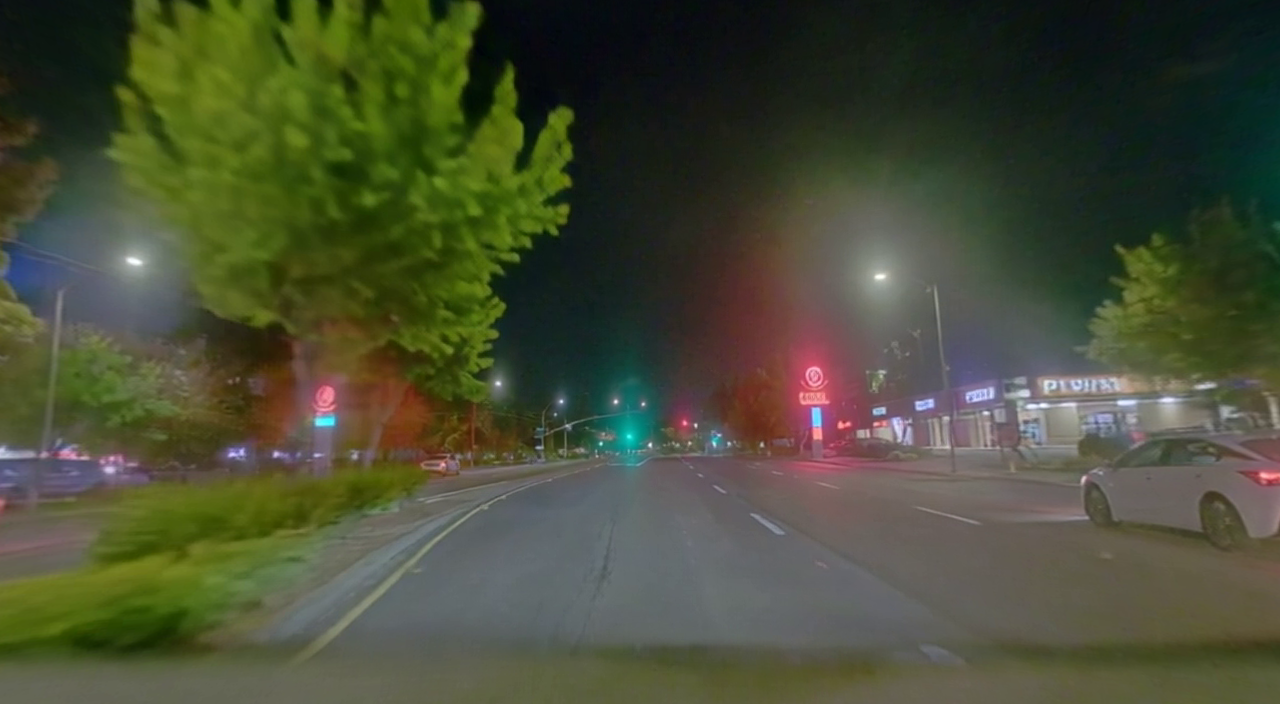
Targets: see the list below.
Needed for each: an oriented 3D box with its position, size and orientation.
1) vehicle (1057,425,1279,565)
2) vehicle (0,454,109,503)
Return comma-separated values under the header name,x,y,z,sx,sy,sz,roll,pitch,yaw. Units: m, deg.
name,x,y,z,sx,sy,sz,roll,pitch,yaw
vehicle,7.750,1.721,8.105,1.936,1.460,4.258,0,-8,1
vehicle,-26.808,5.391,27.153,5.702,1.985,2.175,7,-12,-33
